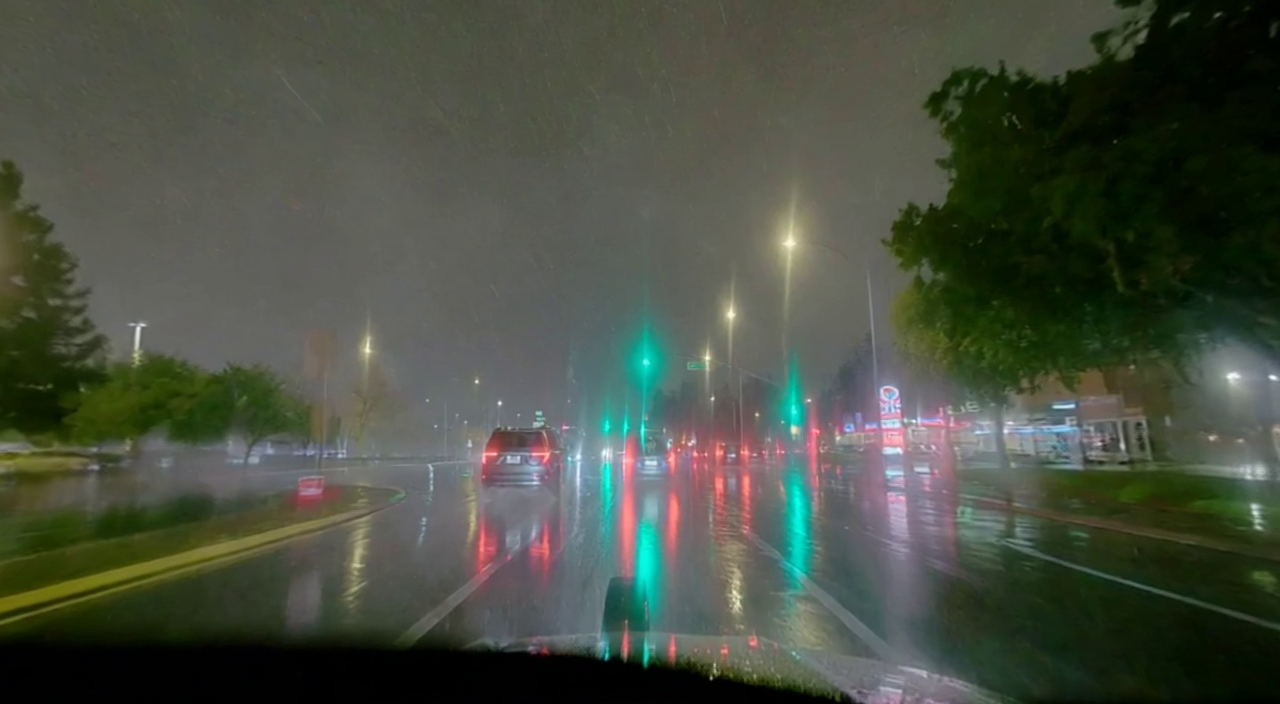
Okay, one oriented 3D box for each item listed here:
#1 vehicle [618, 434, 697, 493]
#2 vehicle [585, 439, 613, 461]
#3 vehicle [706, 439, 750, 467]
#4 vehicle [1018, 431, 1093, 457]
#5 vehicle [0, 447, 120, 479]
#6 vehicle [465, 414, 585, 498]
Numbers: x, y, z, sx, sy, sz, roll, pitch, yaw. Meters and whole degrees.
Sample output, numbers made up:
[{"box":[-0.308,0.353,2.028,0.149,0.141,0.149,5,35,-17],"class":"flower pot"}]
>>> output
[{"box":[0.448,3.196,18.421,2.061,1.494,4.079,0,-8,0],"class":"vehicle"},{"box":[-3.032,7.357,47.398,1.902,1.522,3.523,0,-8,0],"class":"vehicle"},{"box":[4.998,5.816,36.354,1.900,1.507,4.151,0,-8,0],"class":"vehicle"},{"box":[32.974,7.265,49.965,5.720,1.822,2.307,3,-9,-28],"class":"vehicle"},{"box":[-28.637,5.441,31.122,4.208,1.505,1.914,0,-8,0],"class":"vehicle"},{"box":[-2.935,2.827,17.463,2.289,1.935,5.227,0,-8,1],"class":"vehicle"}]
